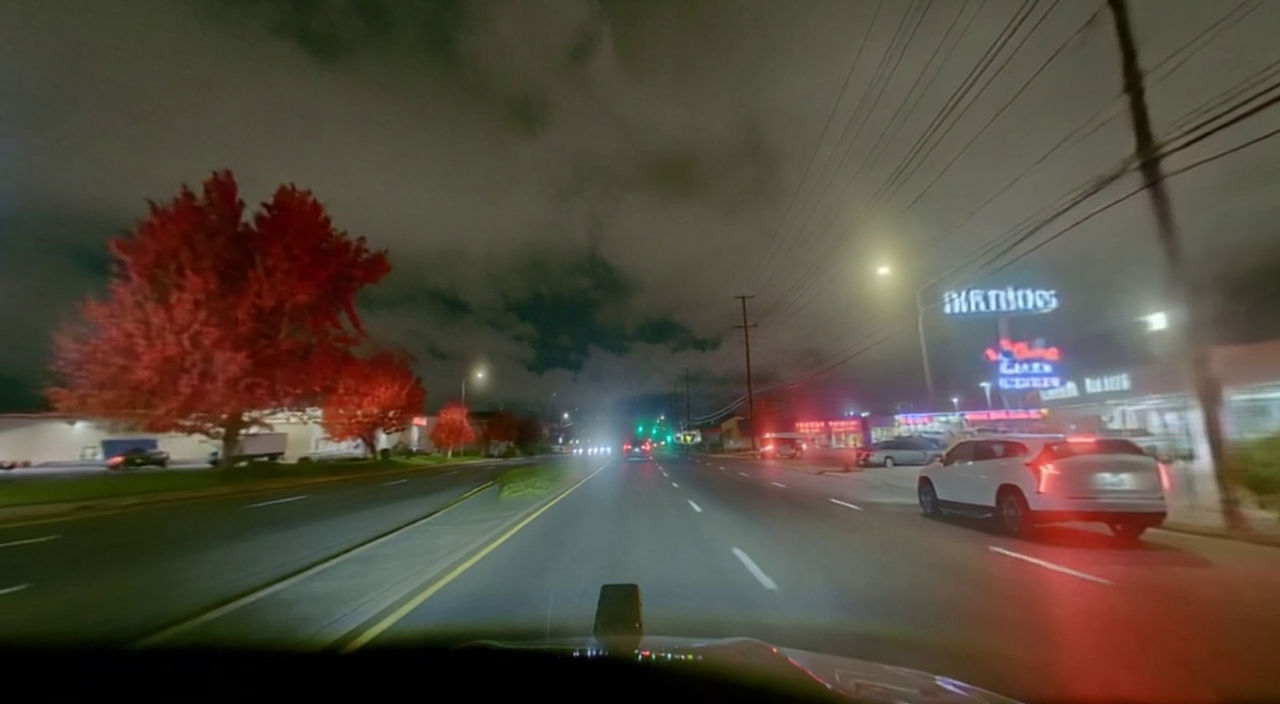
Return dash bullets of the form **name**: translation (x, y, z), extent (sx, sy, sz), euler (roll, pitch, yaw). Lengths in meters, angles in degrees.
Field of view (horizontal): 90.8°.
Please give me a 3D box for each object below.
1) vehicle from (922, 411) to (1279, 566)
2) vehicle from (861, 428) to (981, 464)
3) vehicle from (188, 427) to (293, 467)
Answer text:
- **vehicle**: translation (6.240, 1.850, 9.338), extent (1.995, 1.705, 4.434), euler (0, -8, -1)
- **vehicle**: translation (16.611, 5.569, 37.530), extent (5.990, 1.834, 2.262), euler (-2, -8, -6)
- **vehicle**: translation (-28.798, 6.857, 45.798), extent (5.851, 2.505, 2.504), euler (-2, -8, -8)
